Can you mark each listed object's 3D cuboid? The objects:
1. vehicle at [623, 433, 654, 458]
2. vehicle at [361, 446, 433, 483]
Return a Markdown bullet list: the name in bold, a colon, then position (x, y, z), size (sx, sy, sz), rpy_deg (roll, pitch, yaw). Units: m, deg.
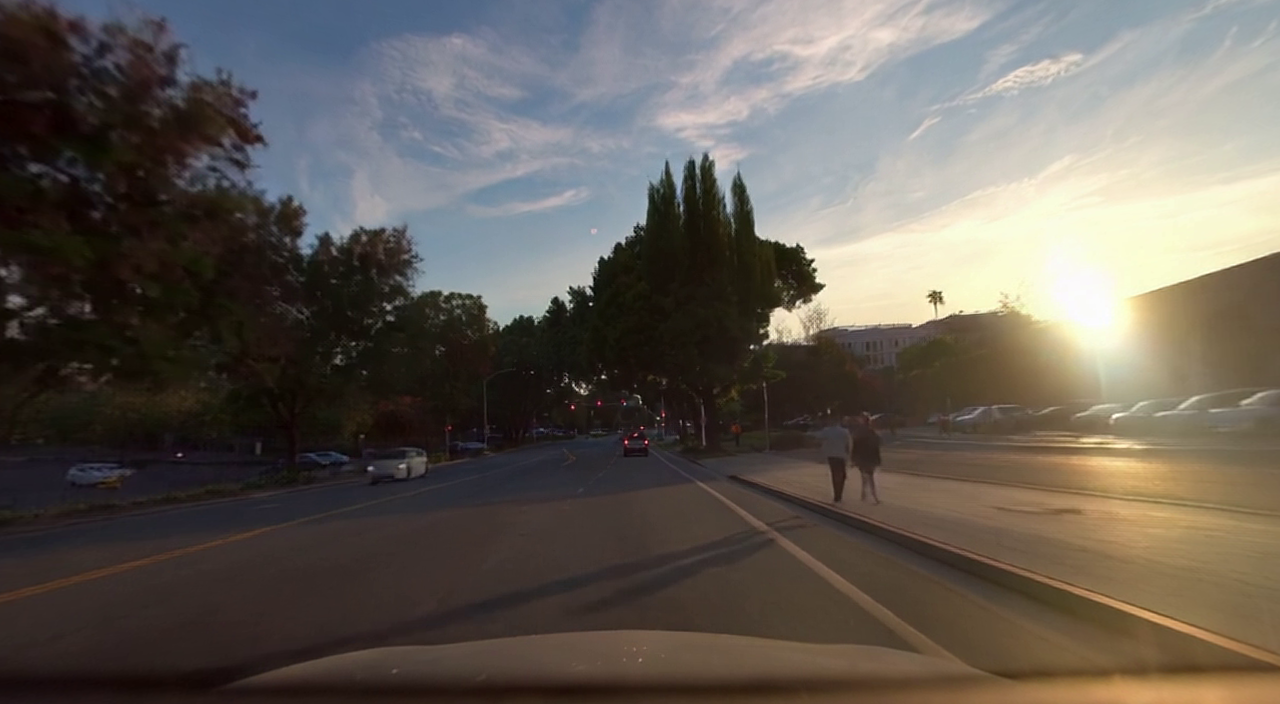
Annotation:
- **vehicle**: position (-0.130, 6.949, 46.957), size (2.228, 1.790, 4.180), rpy_deg (0, -8, -1)
- **vehicle**: position (-12.356, 5.700, 32.470), size (2.117, 1.724, 4.366), rpy_deg (0, -8, -2)
